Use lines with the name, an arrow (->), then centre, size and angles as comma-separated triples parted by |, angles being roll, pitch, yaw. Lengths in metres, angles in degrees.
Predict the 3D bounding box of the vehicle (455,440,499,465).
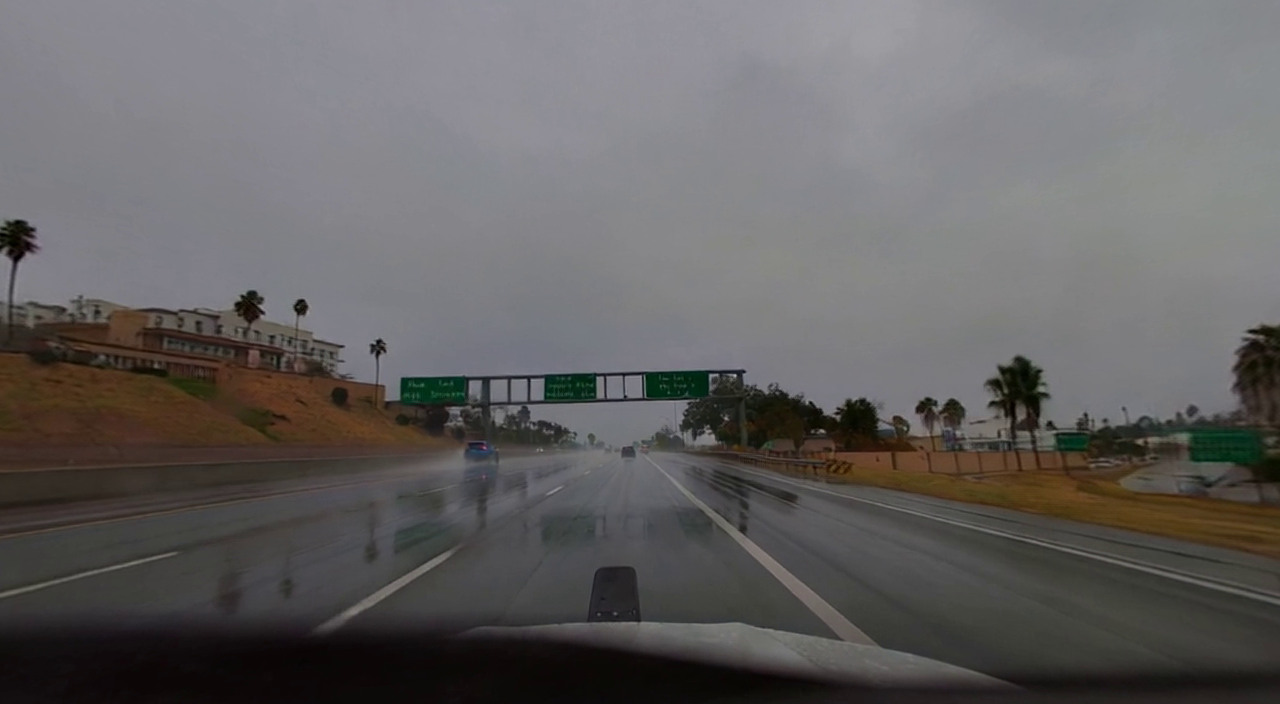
vehicle -> -11.923, 7.382, 46.625 | 2.016, 1.754, 4.543 | 0, -8, 0
